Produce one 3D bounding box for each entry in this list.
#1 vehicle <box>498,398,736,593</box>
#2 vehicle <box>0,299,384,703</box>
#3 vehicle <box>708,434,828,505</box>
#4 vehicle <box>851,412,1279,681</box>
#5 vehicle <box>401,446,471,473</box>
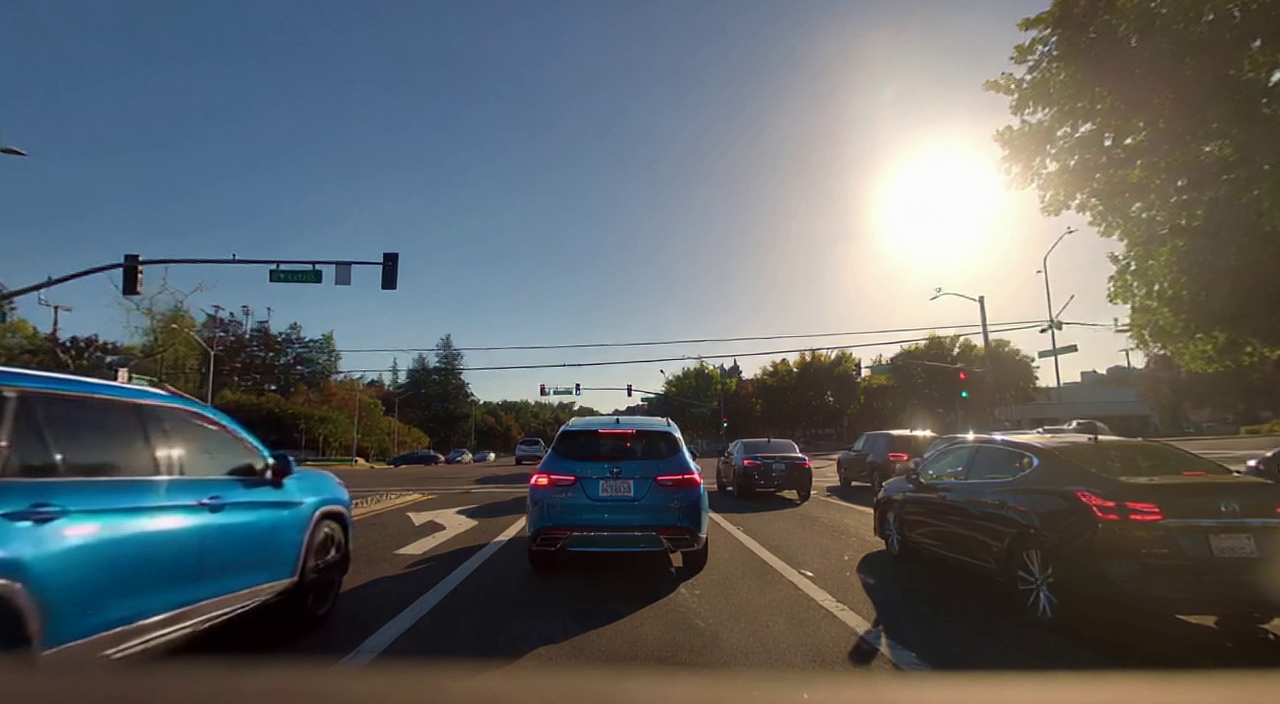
[{"bbox_3d":[-0.265,1.553,7.628,2.101,1.707,3.904,0,-8,-2],"label":"vehicle"},{"bbox_3d":[-3.279,0.827,2.824,2.186,1.794,4.972,0,-8,0],"label":"vehicle"},{"bbox_3d":[2.996,2.853,15.777,1.950,1.506,4.086,0,-8,-3],"label":"vehicle"},{"bbox_3d":[3.621,1.394,5.701,1.861,1.478,4.185,0,-8,-2],"label":"vehicle"},{"bbox_3d":[-11.994,6.232,37.000,4.369,1.466,1.791,-7,-11,40],"label":"vehicle"}]
